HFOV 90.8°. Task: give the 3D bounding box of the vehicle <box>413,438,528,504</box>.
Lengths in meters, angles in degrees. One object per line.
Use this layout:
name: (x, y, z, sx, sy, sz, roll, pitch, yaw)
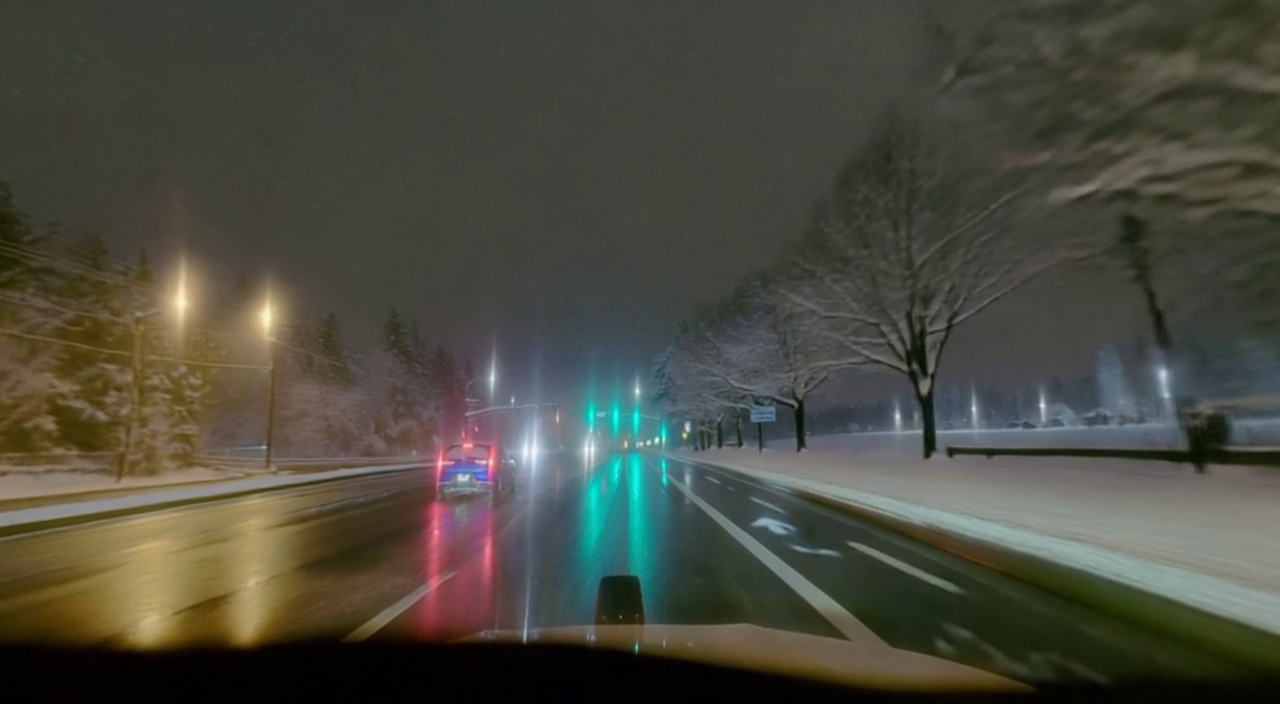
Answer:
vehicle: (-4.217, 2.995, 16.403, 1.964, 1.472, 4.078, 0, -8, -2)
